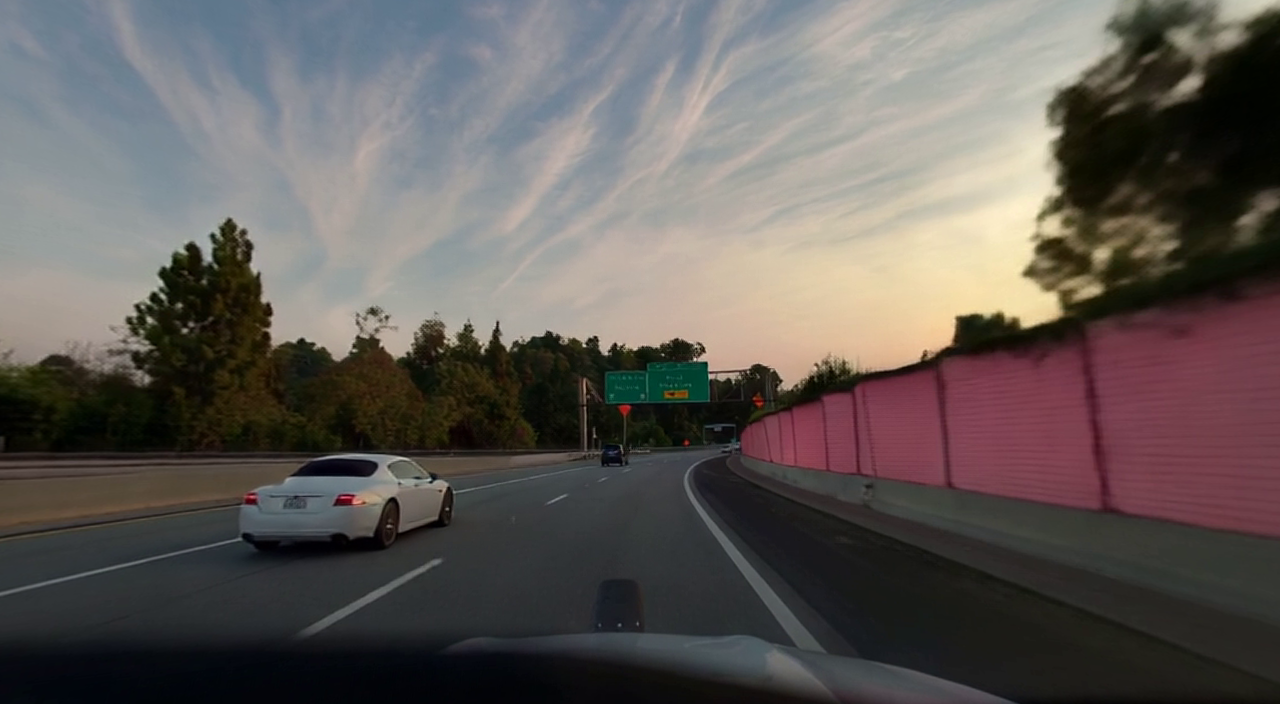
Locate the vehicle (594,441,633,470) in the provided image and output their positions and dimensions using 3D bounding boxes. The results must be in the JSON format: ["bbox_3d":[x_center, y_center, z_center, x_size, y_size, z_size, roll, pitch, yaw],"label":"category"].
[{"bbox_3d":[-1.597,6.378,38.927,1.833,1.697,3.984,-1,-9,6],"label":"vehicle"}]

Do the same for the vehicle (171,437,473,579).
[{"bbox_3d":[-3.801,1.924,8.595,1.746,1.405,4.339,-1,-9,2],"label":"vehicle"}]
